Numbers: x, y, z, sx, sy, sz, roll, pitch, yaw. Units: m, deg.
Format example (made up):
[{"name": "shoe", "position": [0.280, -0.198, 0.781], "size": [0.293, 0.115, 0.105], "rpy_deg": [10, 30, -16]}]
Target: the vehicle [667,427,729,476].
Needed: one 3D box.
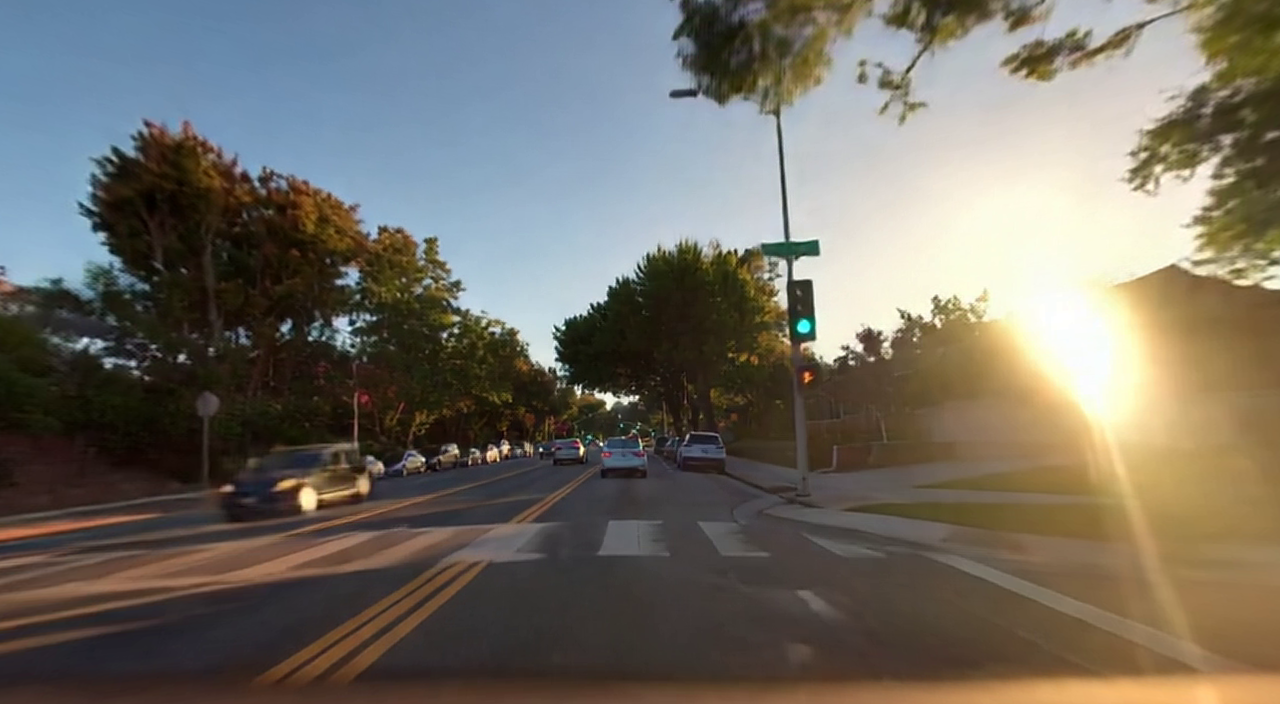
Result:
[{"name": "vehicle", "position": [2.360, 4.177, 26.878], "size": [2.119, 1.884, 4.567], "rpy_deg": [0, -8, -1]}]

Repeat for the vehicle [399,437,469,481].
[{"name": "vehicle", "position": [-12.511, 6.465, 38.839], "size": [2.249, 2.093, 6.297], "rpy_deg": [-8, -7, -3]}]

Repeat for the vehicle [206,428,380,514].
[{"name": "vehicle", "position": [-9.367, 3.186, 17.638], "size": [2.105, 1.858, 4.903], "rpy_deg": [-5, -8, 0]}]

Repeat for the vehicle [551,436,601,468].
[{"name": "vehicle", "position": [-3.242, 5.123, 32.757], "size": [2.117, 1.528, 4.277], "rpy_deg": [0, -8, 0]}]

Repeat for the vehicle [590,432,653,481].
[{"name": "vehicle", "position": [-0.631, 3.680, 22.662], "size": [2.041, 1.575, 4.304], "rpy_deg": [0, -8, -1]}]
